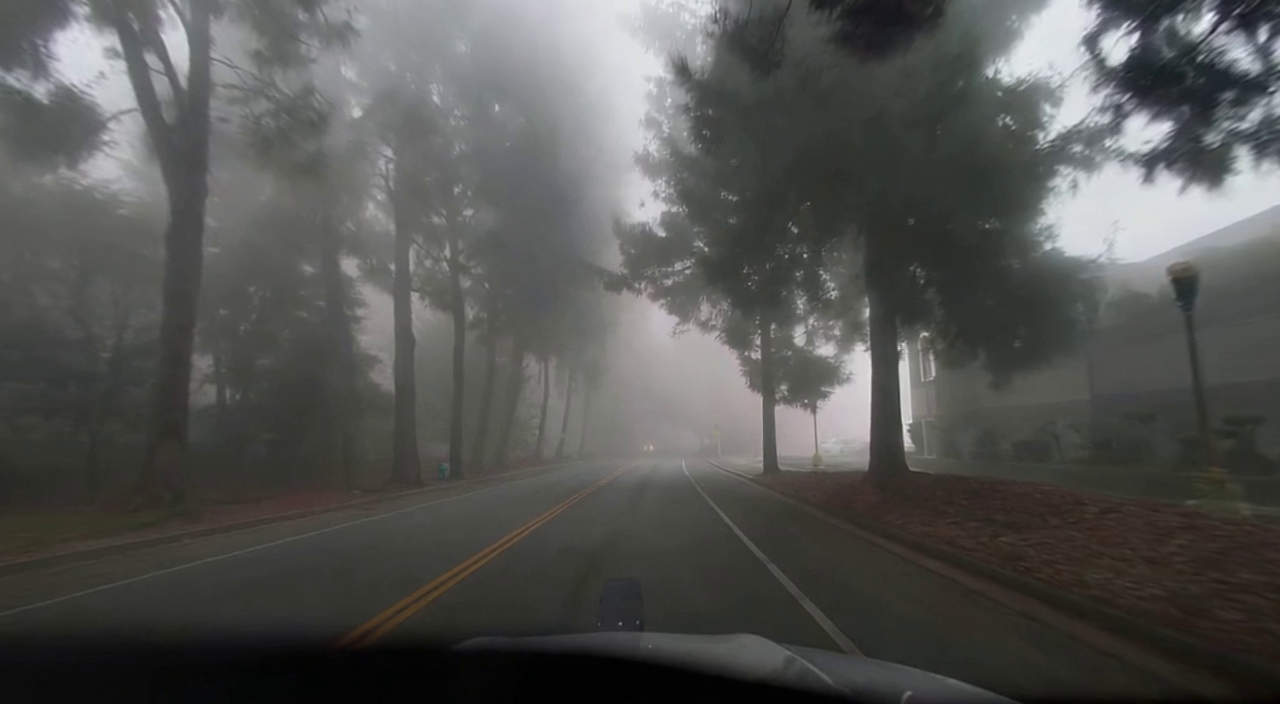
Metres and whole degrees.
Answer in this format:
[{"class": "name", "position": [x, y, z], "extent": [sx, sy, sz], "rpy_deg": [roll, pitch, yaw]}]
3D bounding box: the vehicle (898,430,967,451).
[{"class": "vehicle", "position": [22.228, 6.741, 48.116], "extent": [4.293, 1.473, 1.843], "rpy_deg": [-1, -7, 3]}]
